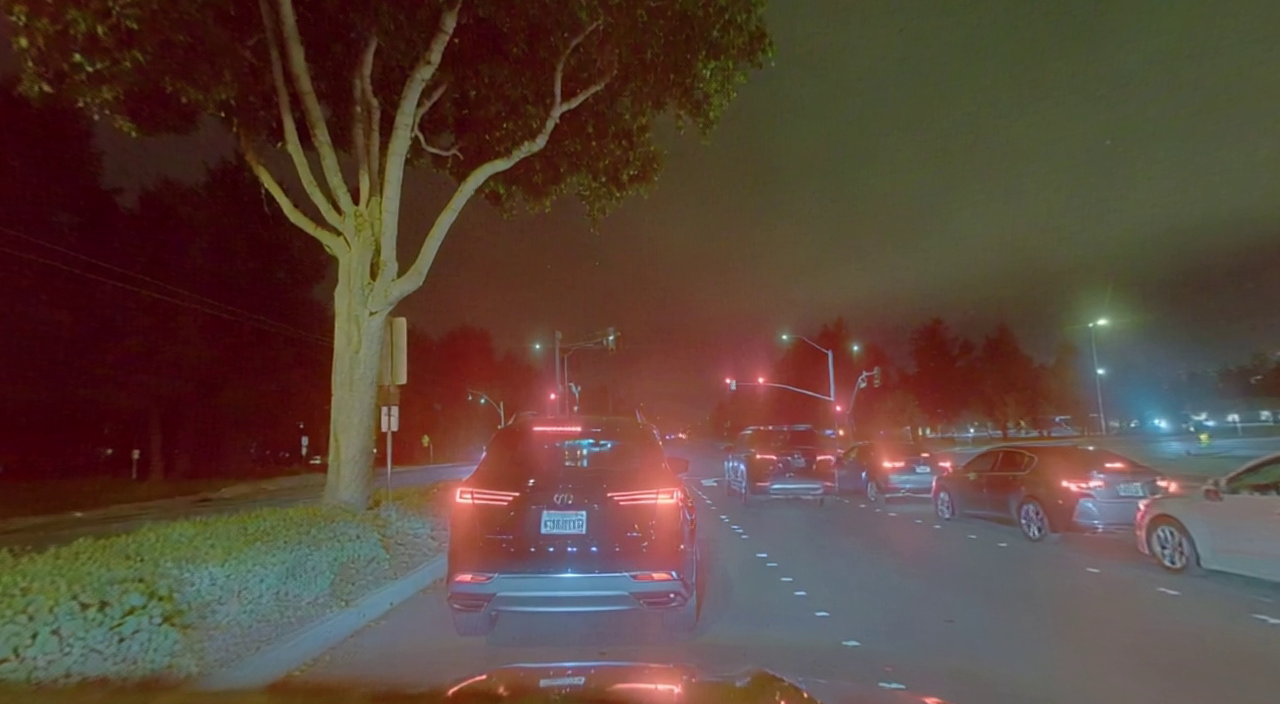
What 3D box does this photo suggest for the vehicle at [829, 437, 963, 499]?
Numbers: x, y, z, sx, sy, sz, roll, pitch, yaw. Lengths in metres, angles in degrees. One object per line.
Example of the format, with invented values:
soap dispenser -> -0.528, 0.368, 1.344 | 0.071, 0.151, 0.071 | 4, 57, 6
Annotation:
vehicle -> 6.973, 3.190, 17.780 | 1.890, 1.489, 4.415 | 0, -9, 0

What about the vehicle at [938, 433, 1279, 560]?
vehicle -> 6.588, 2.021, 9.663 | 1.894, 1.445, 4.565 | 0, -9, 1

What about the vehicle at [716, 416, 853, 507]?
vehicle -> 3.361, 2.679, 15.875 | 2.200, 1.909, 4.853 | 0, -9, -1

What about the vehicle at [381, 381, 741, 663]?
vehicle -> -0.428, 1.353, 6.078 | 2.201, 1.709, 4.271 | 0, -9, 2
